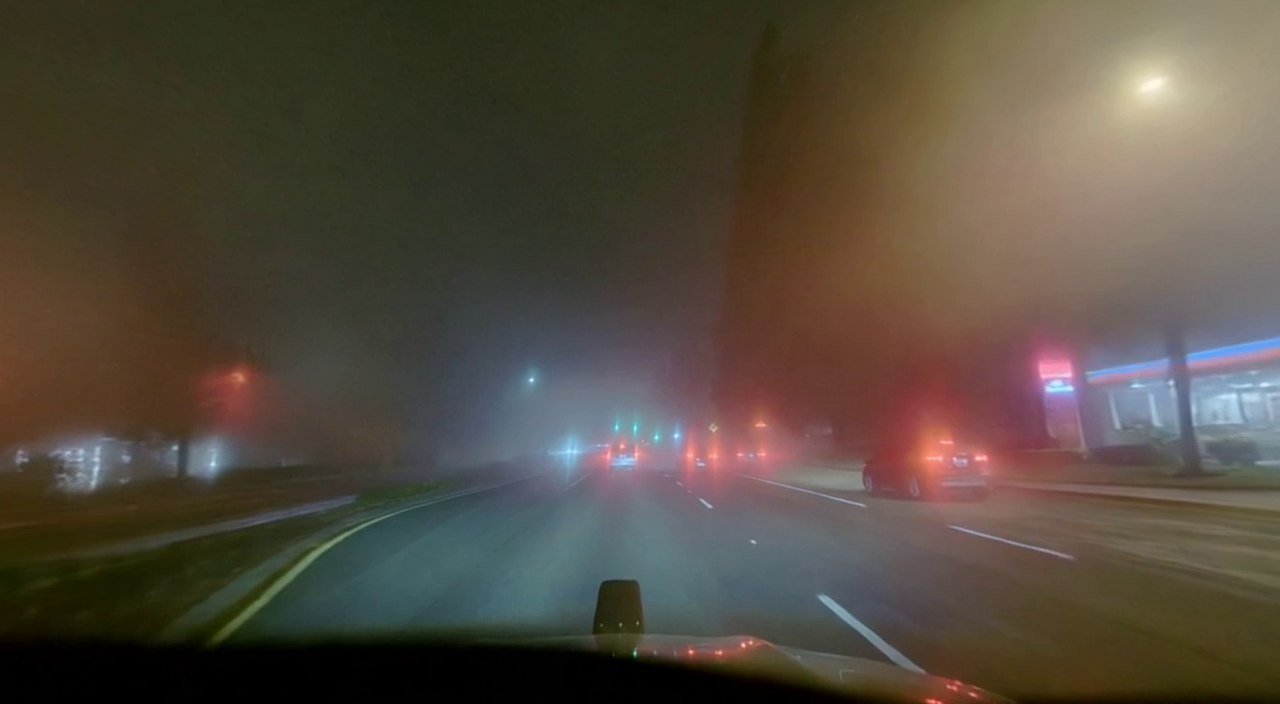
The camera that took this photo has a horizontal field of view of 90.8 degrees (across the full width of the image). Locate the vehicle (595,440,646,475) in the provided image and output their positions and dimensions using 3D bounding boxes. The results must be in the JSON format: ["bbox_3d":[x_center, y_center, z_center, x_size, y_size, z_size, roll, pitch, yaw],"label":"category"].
[{"bbox_3d":[-0.897,4.935,29.782,2.242,1.474,4.127,0,-8,-1],"label":"vehicle"}]

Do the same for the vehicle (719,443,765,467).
[{"bbox_3d":[6.316,6.435,39.624,2.068,1.393,3.874,0,-8,-2],"label":"vehicle"}]

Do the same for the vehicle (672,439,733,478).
[{"bbox_3d":[2.583,4.562,27.336,2.057,1.491,4.675,0,-8,-2],"label":"vehicle"}]
